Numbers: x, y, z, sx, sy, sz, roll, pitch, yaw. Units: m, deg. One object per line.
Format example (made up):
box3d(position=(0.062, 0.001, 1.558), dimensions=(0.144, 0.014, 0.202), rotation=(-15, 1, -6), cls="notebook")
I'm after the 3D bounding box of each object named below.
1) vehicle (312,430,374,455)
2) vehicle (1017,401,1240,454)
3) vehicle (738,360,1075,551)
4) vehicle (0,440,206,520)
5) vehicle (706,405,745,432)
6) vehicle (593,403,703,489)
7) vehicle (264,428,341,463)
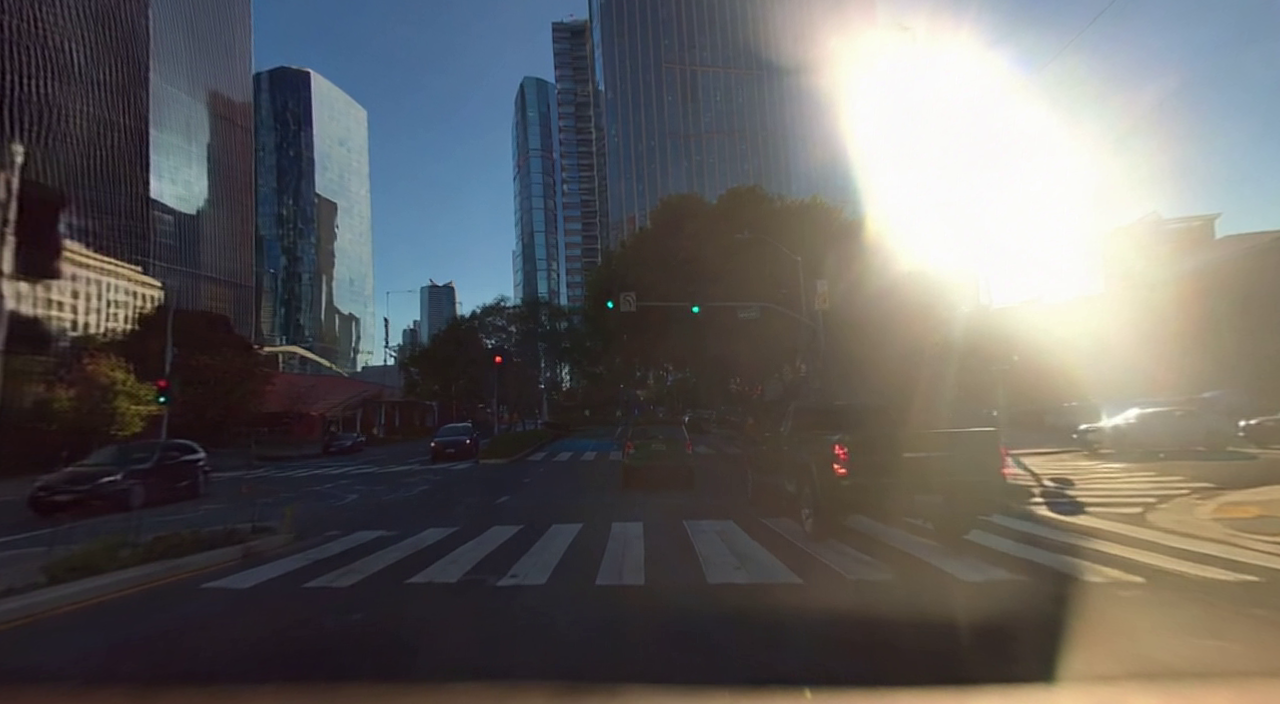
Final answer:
box3d(position=(-19.661, 6.033, 42.008), dimensions=(1.871, 1.546, 4.792), rotation=(0, -9, 0), cls="vehicle")
box3d(position=(14.312, 2.270, 18.722), dimensions=(4.872, 1.472, 2.136), rotation=(0, -9, -2), cls="vehicle")
box3d(position=(3.373, 1.557, 10.072), dimensions=(2.487, 2.048, 6.443), rotation=(0, -8, -1), cls="vehicle")
box3d(position=(-13.509, 3.103, 15.892), dimensions=(2.062, 1.697, 4.321), rotation=(0, -9, -1), cls="vehicle")
box3d(position=(6.510, 5.161, 48.644), dimensions=(2.279, 1.818, 4.961), rotation=(0, -9, -1), cls="vehicle")
box3d(position=(0.121, 2.265, 15.309), dimensions=(2.283, 1.773, 4.255), rotation=(0, -9, -1), cls="vehicle")
box3d(position=(-19.573, 5.474, 36.829), dimensions=(2.060, 1.867, 4.626), rotation=(0, -9, -2), cls="vehicle")
